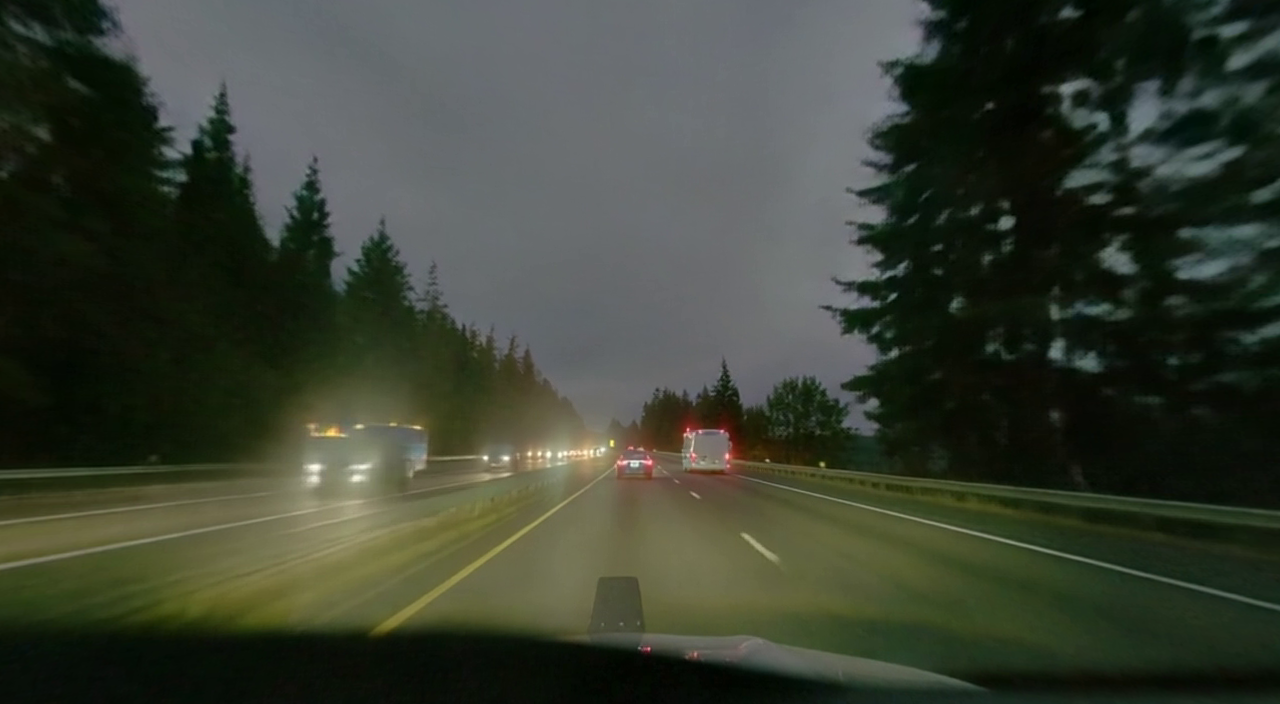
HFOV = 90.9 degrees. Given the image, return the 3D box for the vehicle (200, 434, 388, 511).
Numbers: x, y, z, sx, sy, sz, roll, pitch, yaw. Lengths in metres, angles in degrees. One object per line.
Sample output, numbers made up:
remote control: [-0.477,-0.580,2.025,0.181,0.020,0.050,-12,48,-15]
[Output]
vehicle: [-7.503,2.644,14.210,1.911,1.461,3.984,0,-9,1]

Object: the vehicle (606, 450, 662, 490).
vehicle: [-0.246,4.614,24.976,2.037,1.417,3.885,0,-9,0]

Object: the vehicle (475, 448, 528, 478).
vehicle: [-7.505,6.054,34.656,1.926,1.492,4.272,0,-9,0]

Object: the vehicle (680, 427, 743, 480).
vehicle: [3.725,5.492,34.225,2.513,2.633,5.930,0,-9,-2]
